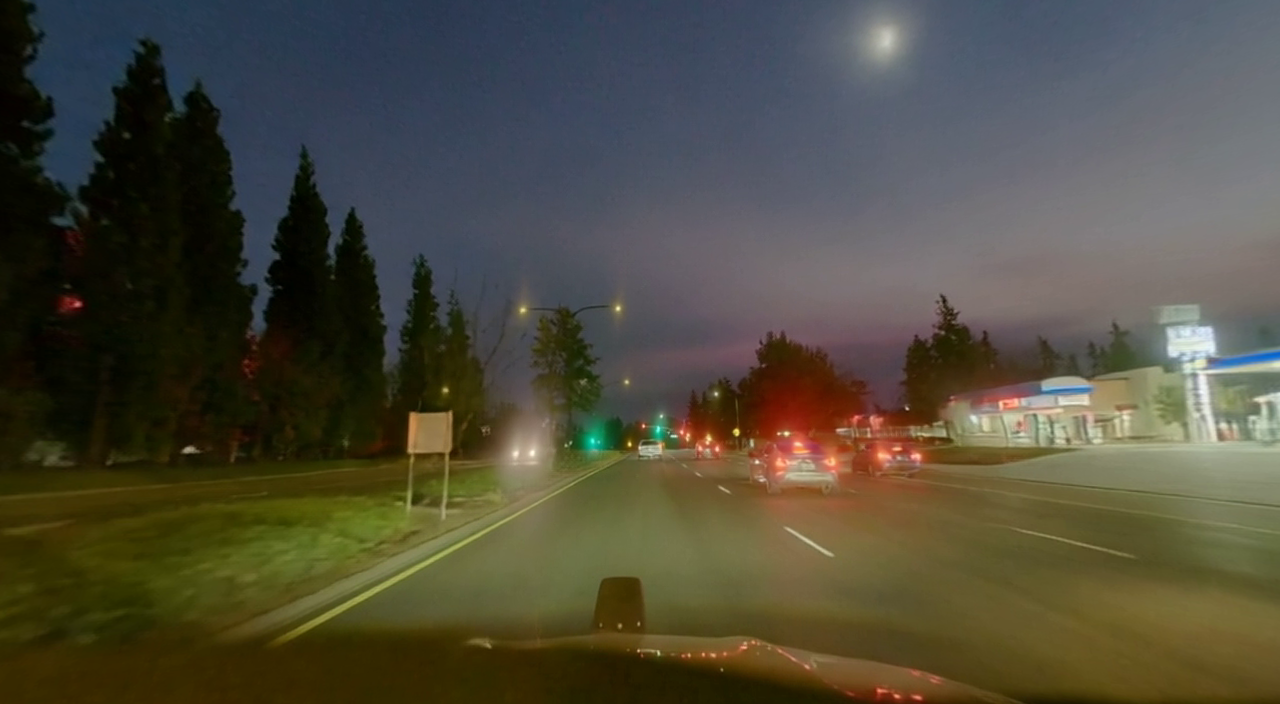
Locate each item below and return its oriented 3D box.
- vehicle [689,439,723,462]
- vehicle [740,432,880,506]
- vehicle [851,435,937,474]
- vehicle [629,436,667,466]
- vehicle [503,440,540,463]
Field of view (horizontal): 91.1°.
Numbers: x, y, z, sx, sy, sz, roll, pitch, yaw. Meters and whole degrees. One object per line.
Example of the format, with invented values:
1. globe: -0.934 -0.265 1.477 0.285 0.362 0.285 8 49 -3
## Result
1. vehicle: 4.579 6.906 44.062 1.980 1.515 4.362 0 -8 0
2. vehicle: 3.899 2.773 15.436 2.119 1.509 4.756 0 -8 0
3. vehicle: 10.718 4.337 26.817 1.906 1.488 4.251 0 -8 0
4. vehicle: 0.482 5.872 37.355 2.172 1.694 4.055 0 -8 1
5. vehicle: -9.351 7.883 49.877 2.004 1.683 4.290 0 -8 1
